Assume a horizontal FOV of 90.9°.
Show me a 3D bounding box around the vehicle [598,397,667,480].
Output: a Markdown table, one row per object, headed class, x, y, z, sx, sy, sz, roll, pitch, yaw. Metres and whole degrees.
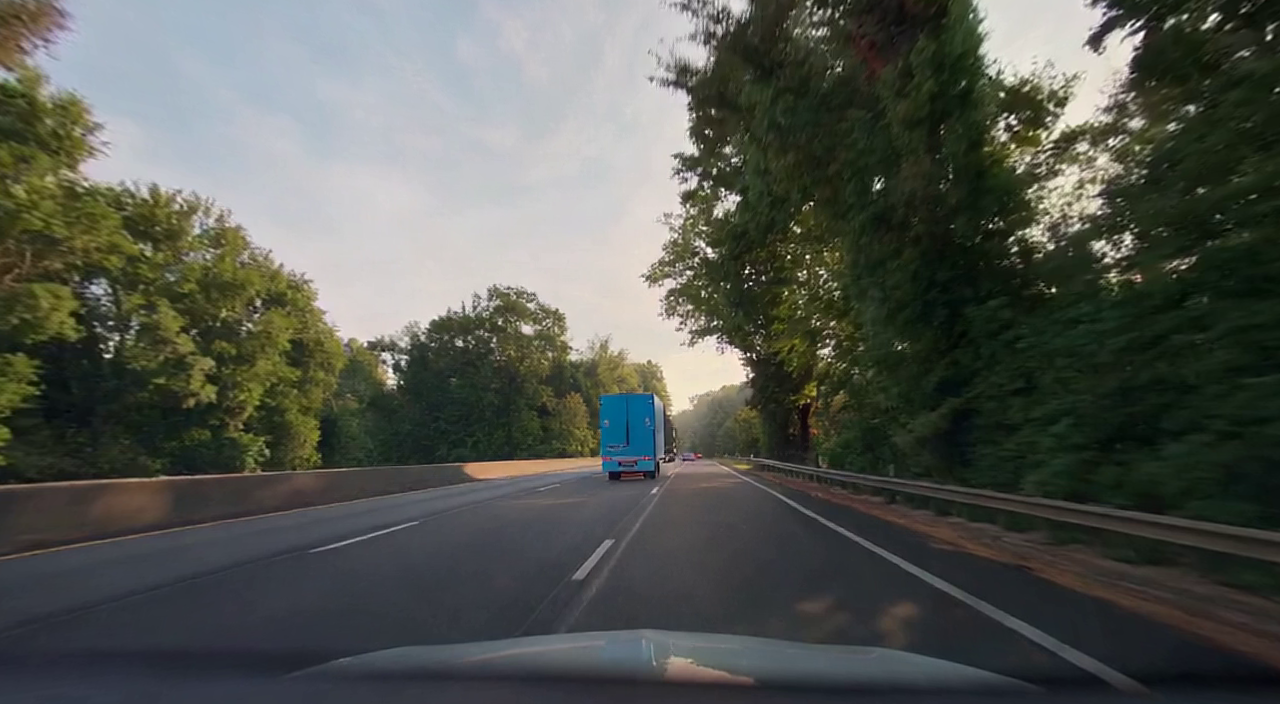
| class | x | y | z | sx | sy | sz | roll | pitch | yaw |
| --- | --- | --- | --- | --- | --- | --- | --- | --- | --- |
| vehicle | -0.149 | 4.742 | 34.075 | 2.821 | 3.878 | 8.925 | -1 | -9 | 5 |
